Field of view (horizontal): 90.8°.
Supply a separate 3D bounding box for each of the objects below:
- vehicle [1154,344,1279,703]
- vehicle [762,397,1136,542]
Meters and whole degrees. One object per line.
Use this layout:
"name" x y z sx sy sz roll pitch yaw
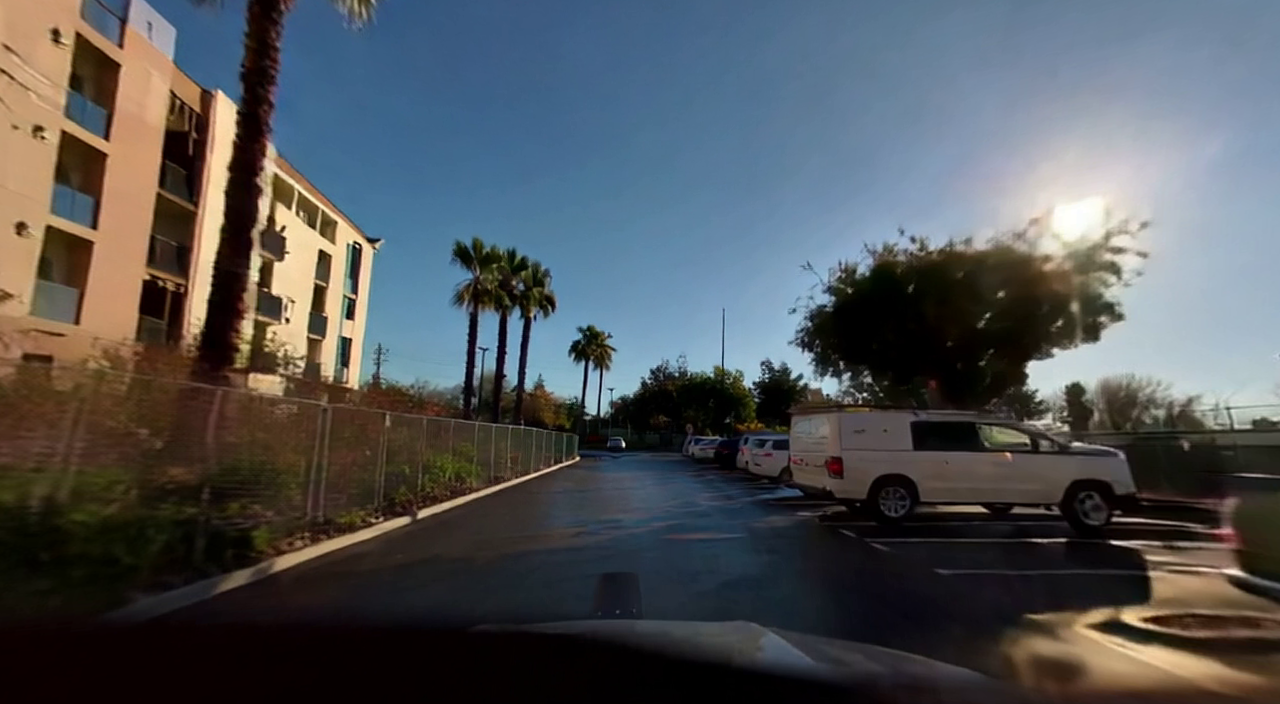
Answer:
"vehicle" 5.975 0.849 2.988 5.381 1.826 2.047 1 -9 -4
"vehicle" 5.246 2.047 11.497 5.639 2.033 2.172 3 -7 3
